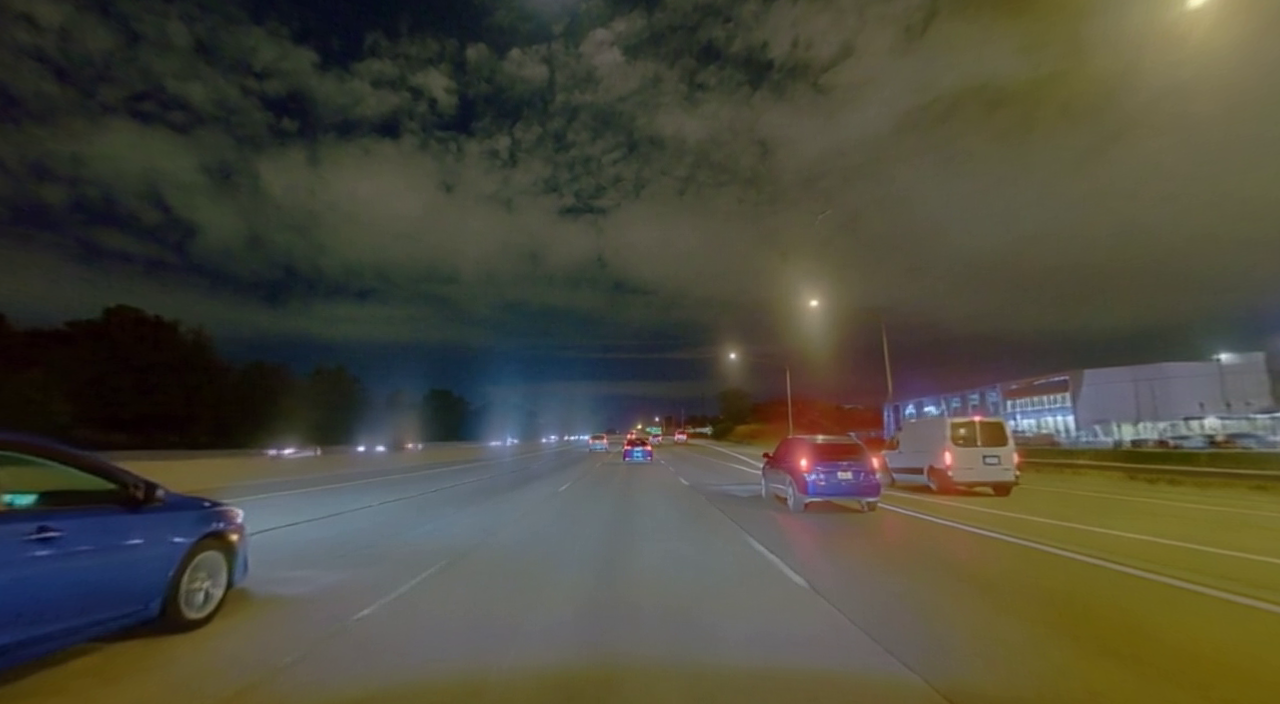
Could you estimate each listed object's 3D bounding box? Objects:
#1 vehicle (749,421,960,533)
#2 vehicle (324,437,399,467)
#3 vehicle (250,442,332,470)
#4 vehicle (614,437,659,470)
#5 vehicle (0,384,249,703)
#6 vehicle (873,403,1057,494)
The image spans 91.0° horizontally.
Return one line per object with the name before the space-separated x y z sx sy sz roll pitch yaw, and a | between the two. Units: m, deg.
vehicle | 3.377 2.064 11.015 1.995 1.533 4.463 0 -8 -2
vehicle | -16.179 5.827 36.886 2.034 1.608 4.952 0 -8 1
vehicle | -19.722 5.868 35.816 1.921 1.471 4.719 0 -8 1
vehicle | -0.199 4.869 30.261 2.019 1.472 3.971 0 -8 -1
vehicle | -4.088 0.876 2.435 2.251 1.575 4.488 0 -8 0
vehicle | 9.192 2.823 18.580 2.349 2.280 5.423 0 -8 -2
